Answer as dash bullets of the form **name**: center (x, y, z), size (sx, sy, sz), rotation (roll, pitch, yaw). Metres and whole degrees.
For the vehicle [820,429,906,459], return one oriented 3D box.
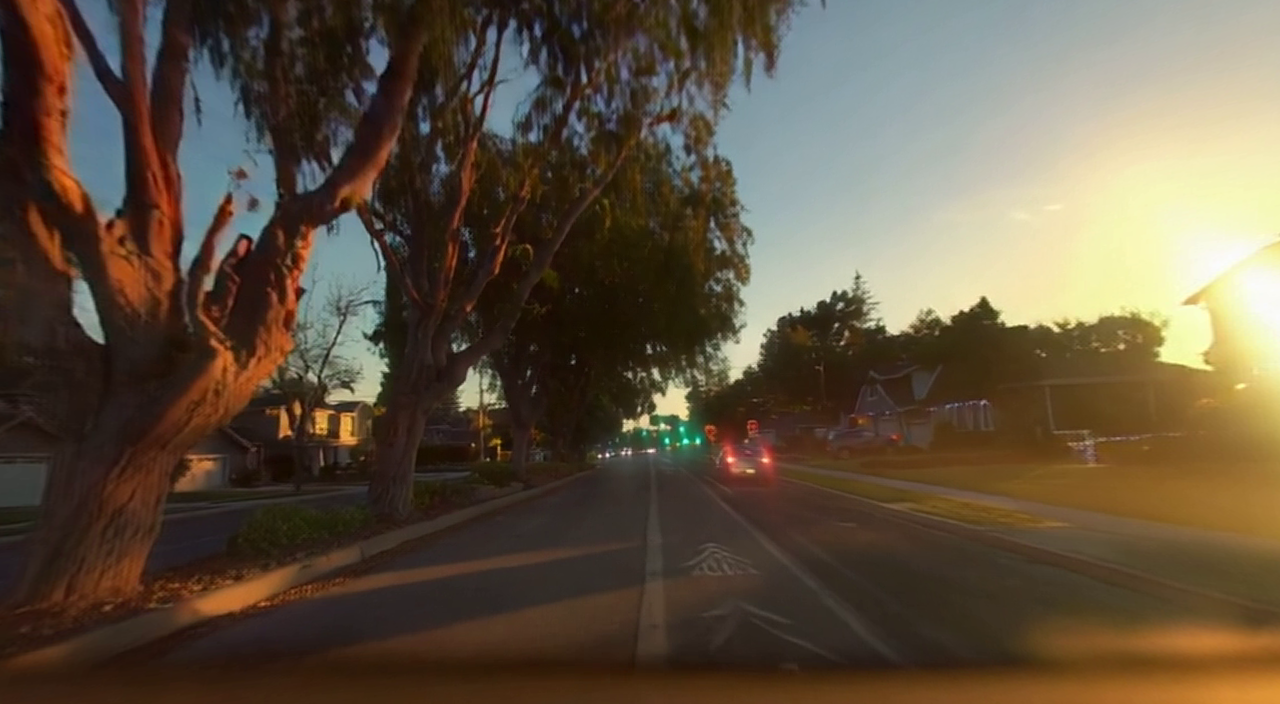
- **vehicle**: center (11.716, 4.872, 33.251), size (3.827, 1.512, 1.855), rotation (0, -8, 1)

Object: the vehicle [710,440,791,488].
- **vehicle**: center (3.832, 3.975, 22.745), size (1.979, 1.524, 4.578), rotation (0, -8, -2)
